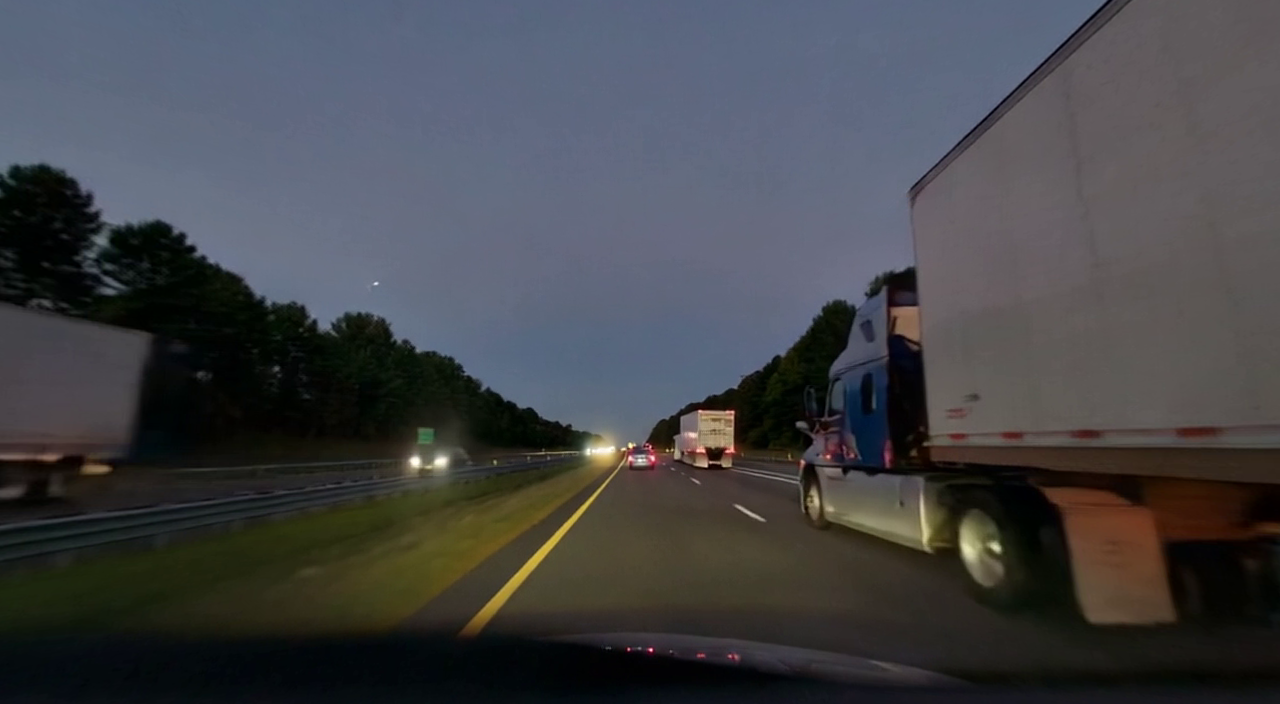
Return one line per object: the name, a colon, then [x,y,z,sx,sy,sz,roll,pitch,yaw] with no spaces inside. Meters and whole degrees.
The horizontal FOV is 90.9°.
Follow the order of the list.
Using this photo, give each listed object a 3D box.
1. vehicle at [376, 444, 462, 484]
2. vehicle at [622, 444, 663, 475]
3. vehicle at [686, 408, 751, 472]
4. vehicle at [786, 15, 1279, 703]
vehicle: [-8.914,4.561,25.864,1.909,1.461,4.616,0,-9,0]
vehicle: [0.092,5.701,33.693,2.051,1.513,4.511,0,-9,-1]
vehicle: [4.254,4.995,35.471,2.684,3.263,5.865,0,-9,-2]
vehicle: [3.766,0.322,6.437,3.025,3.897,5.853,0,-9,0]
